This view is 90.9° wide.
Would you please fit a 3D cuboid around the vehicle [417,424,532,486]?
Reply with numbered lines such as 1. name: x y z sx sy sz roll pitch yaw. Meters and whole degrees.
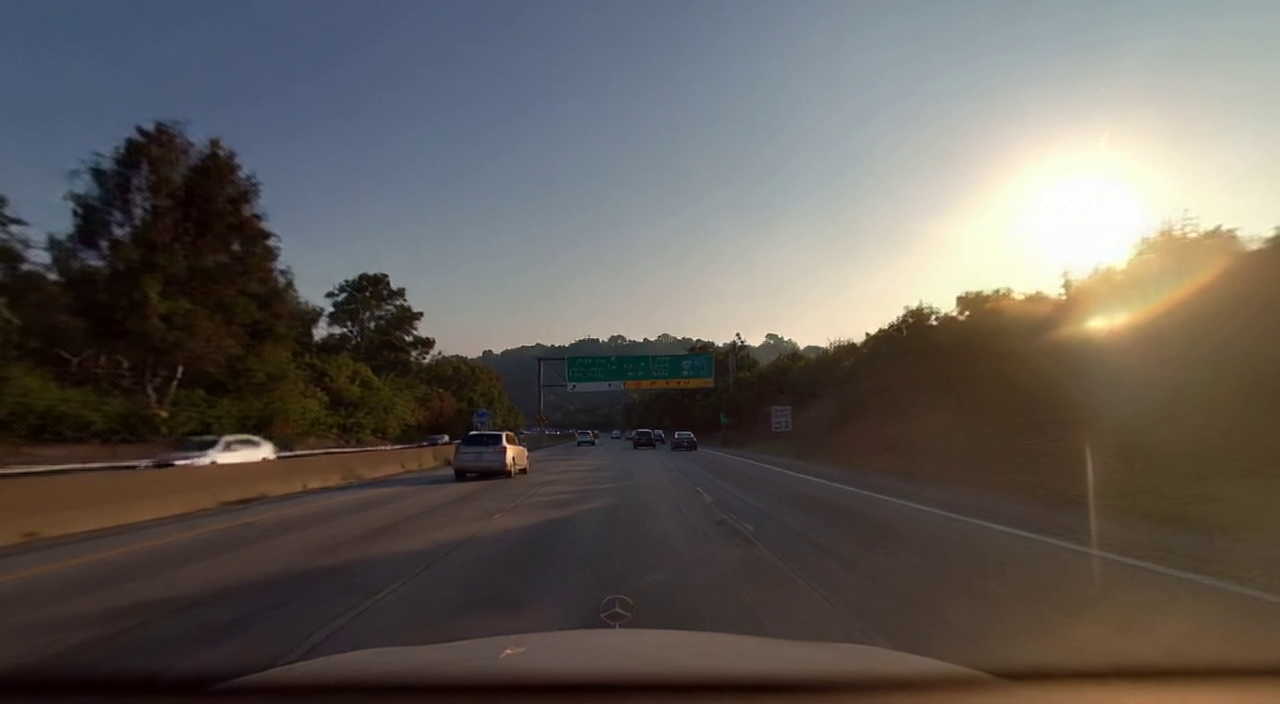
1. vehicle: -4.515 2.863 18.046 2.023 1.512 4.804 0 -8 0

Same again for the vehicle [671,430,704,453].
1. vehicle: 3.302 6.275 44.329 1.841 1.491 3.869 0 -8 -2

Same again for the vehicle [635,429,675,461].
1. vehicle: 0.740 4.621 31.450 1.869 1.466 3.356 0 -8 1

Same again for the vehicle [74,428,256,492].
1. vehicle: -12.973 2.993 17.631 1.860 1.562 4.130 0 -9 -1
